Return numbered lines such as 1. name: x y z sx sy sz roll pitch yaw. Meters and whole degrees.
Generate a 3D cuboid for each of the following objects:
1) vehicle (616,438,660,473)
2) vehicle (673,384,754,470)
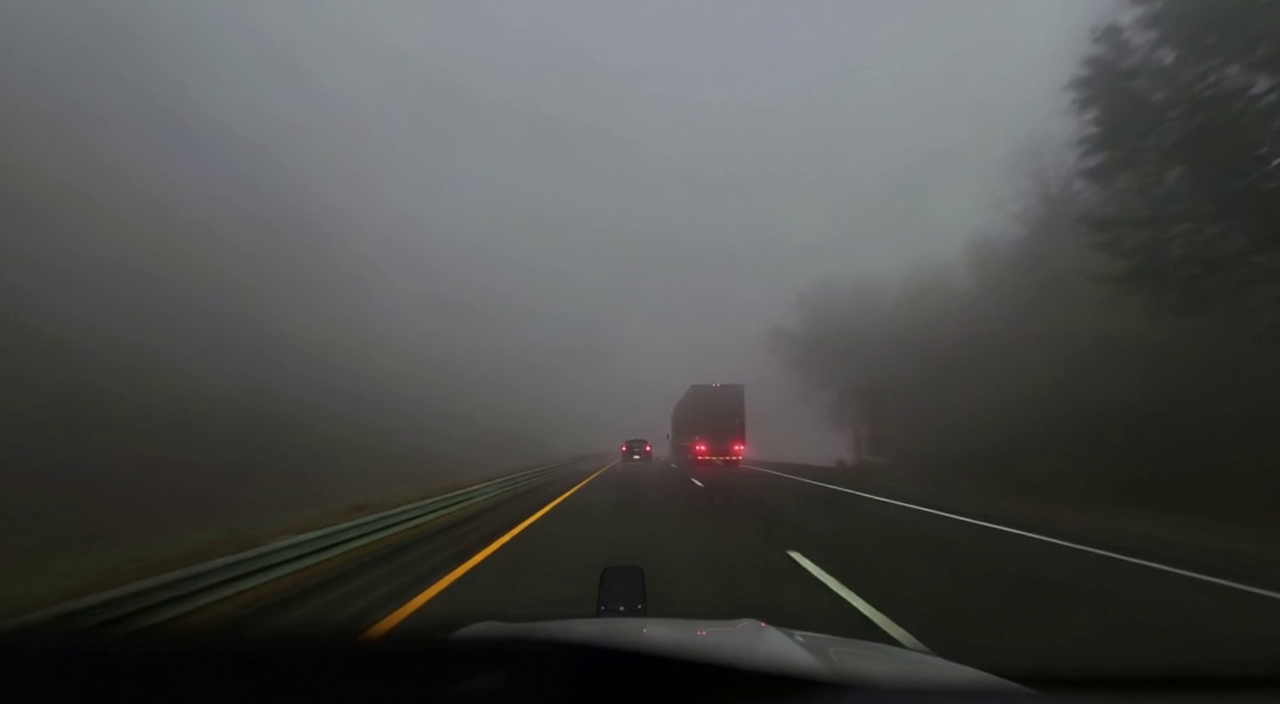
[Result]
1. vehicle: -0.100 4.973 30.533 1.968 1.515 4.025 0 -8 -1
2. vehicle: 3.948 4.793 38.513 2.929 4.158 15.921 0 -8 0
